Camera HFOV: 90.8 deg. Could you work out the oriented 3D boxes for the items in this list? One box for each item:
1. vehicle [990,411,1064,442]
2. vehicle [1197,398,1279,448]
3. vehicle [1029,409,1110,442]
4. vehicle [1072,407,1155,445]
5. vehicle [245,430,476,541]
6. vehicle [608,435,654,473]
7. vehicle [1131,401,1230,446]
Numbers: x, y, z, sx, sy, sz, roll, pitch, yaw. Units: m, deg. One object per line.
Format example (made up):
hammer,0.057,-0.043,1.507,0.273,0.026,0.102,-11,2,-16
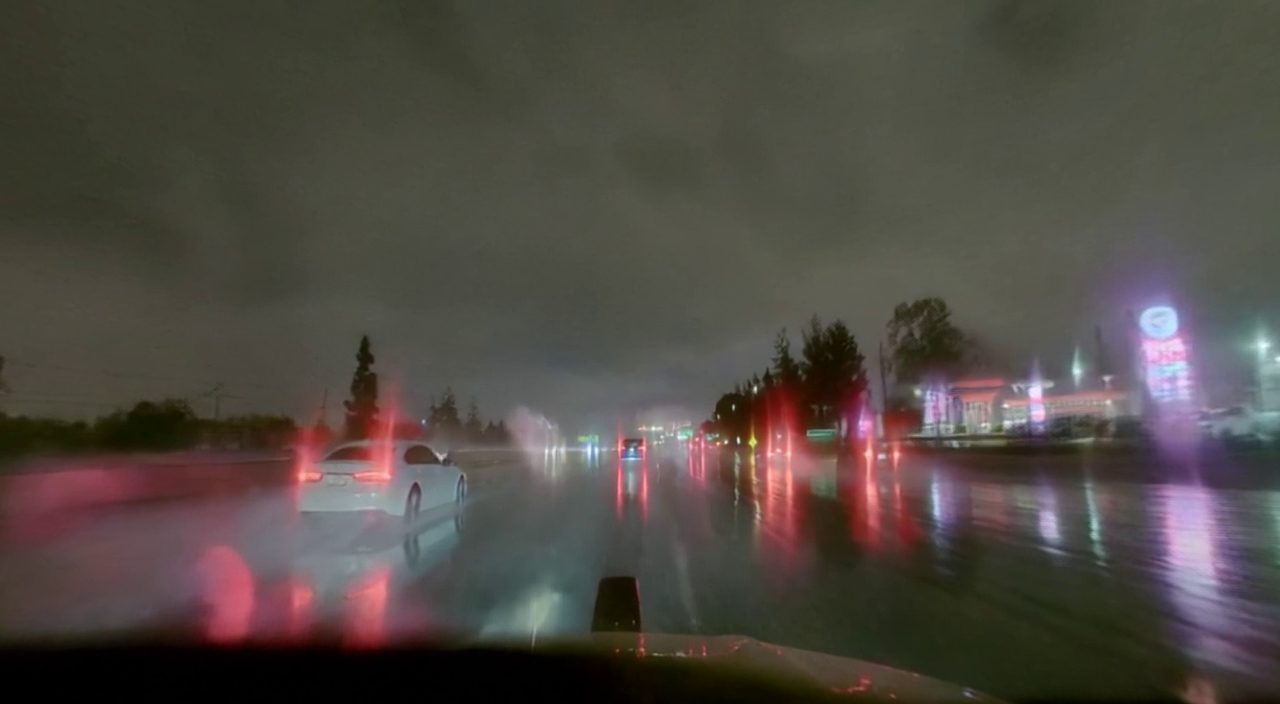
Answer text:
vehicle,22.705,4.426,37.041,4.353,1.698,2.034,6,-10,-35
vehicle,23.357,2.791,24.224,4.419,1.749,2.055,6,-11,-38
vehicle,23.376,4.033,34.325,4.425,1.677,2.003,6,-9,-33
vehicle,22.944,3.633,30.537,4.338,1.725,2.016,6,-11,-38
vehicle,-4.400,2.161,10.922,1.907,1.483,4.562,0,-9,0
vehicle,-0.390,5.343,33.338,2.155,1.856,4.796,-1,-9,2
vehicle,23.164,3.111,27.027,4.472,1.735,2.074,6,-9,-35
